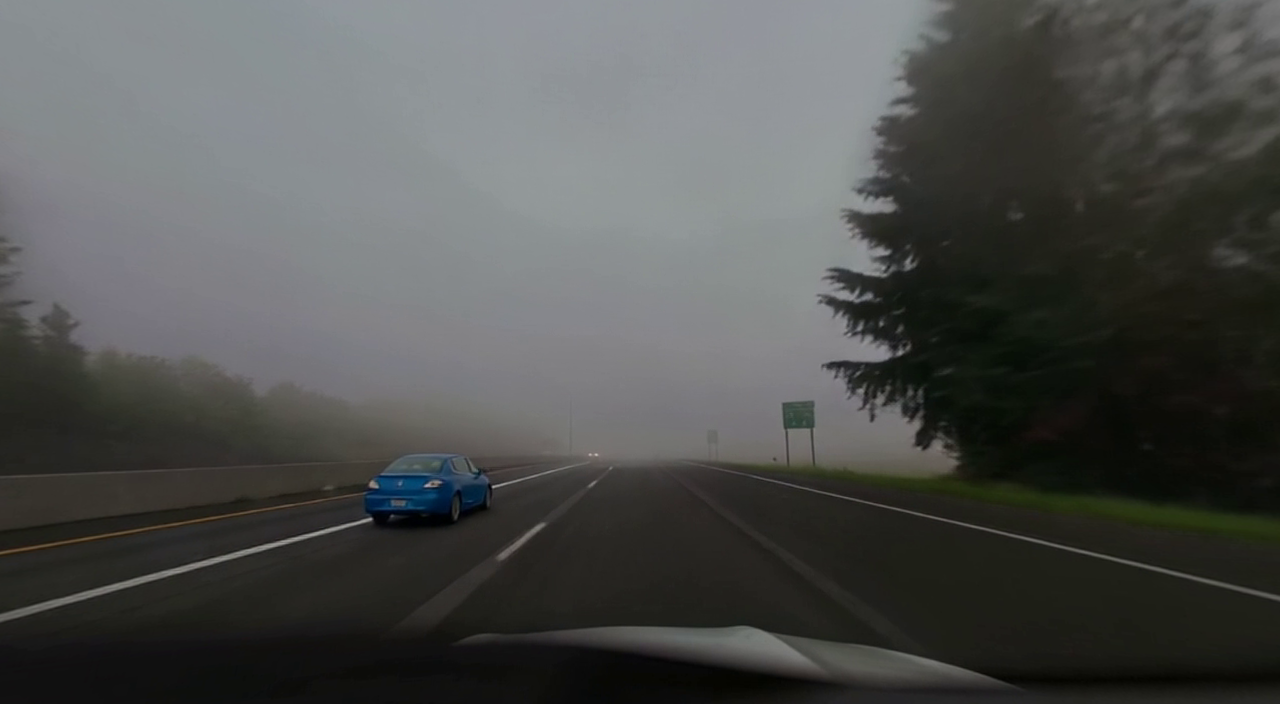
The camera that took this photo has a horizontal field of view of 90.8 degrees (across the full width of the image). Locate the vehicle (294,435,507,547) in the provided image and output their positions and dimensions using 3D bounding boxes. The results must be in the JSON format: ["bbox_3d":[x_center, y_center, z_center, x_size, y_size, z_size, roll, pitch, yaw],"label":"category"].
[{"bbox_3d":[-3.766,2.246,10.816,2.121,1.537,3.852,0,-9,0],"label":"vehicle"}]
